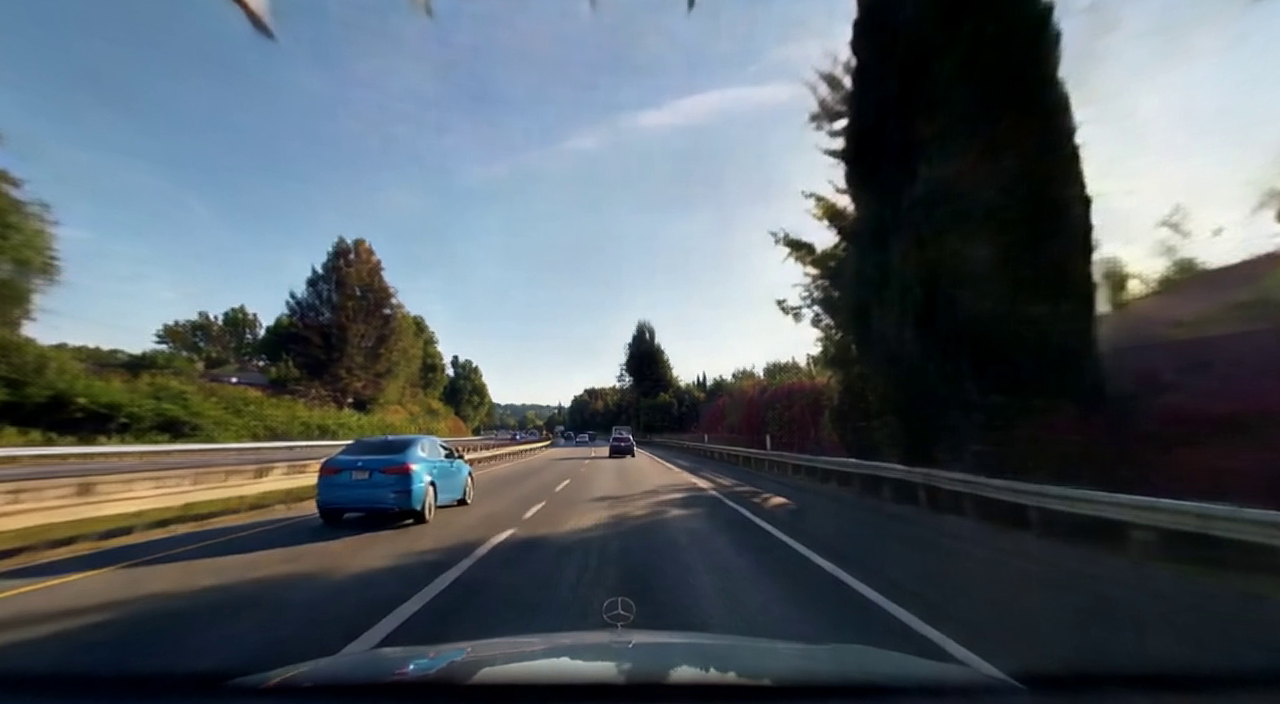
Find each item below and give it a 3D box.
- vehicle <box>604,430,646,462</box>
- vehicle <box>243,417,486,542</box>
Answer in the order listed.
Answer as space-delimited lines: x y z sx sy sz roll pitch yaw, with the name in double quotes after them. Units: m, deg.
-0.809 5.061 34.078 2.162 1.616 4.242 0 -8 -2 "vehicle"
-3.909 1.856 9.925 1.975 1.518 4.242 0 -8 -1 "vehicle"
